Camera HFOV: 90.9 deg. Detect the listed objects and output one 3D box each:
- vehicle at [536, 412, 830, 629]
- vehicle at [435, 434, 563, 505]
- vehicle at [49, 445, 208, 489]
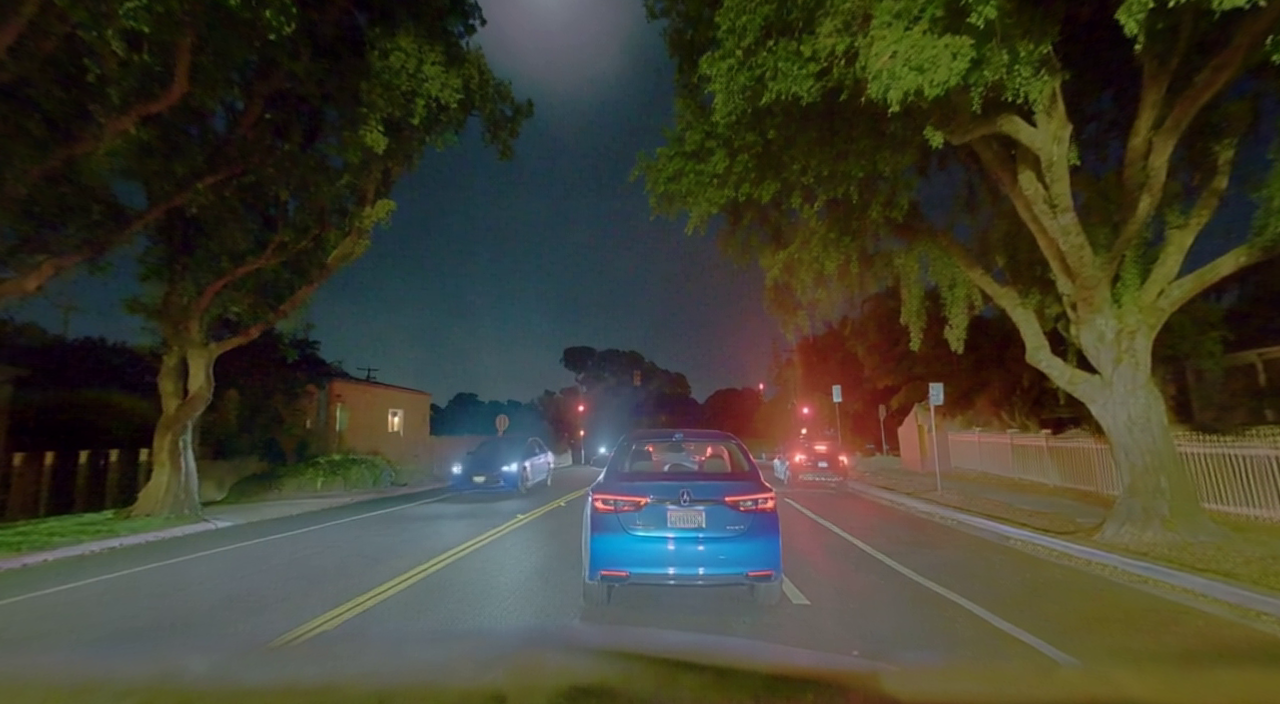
[{"bbox_3d":[0.338,1.480,6.489,2.070,1.516,3.936,0,-8,1],"label":"vehicle"},{"bbox_3d":[-3.611,3.132,17.035,2.160,1.507,4.470,-5,-10,4],"label":"vehicle"},{"bbox_3d":[-18.108,4.069,22.414,4.069,1.445,2.063,-2,-9,8],"label":"vehicle"}]
